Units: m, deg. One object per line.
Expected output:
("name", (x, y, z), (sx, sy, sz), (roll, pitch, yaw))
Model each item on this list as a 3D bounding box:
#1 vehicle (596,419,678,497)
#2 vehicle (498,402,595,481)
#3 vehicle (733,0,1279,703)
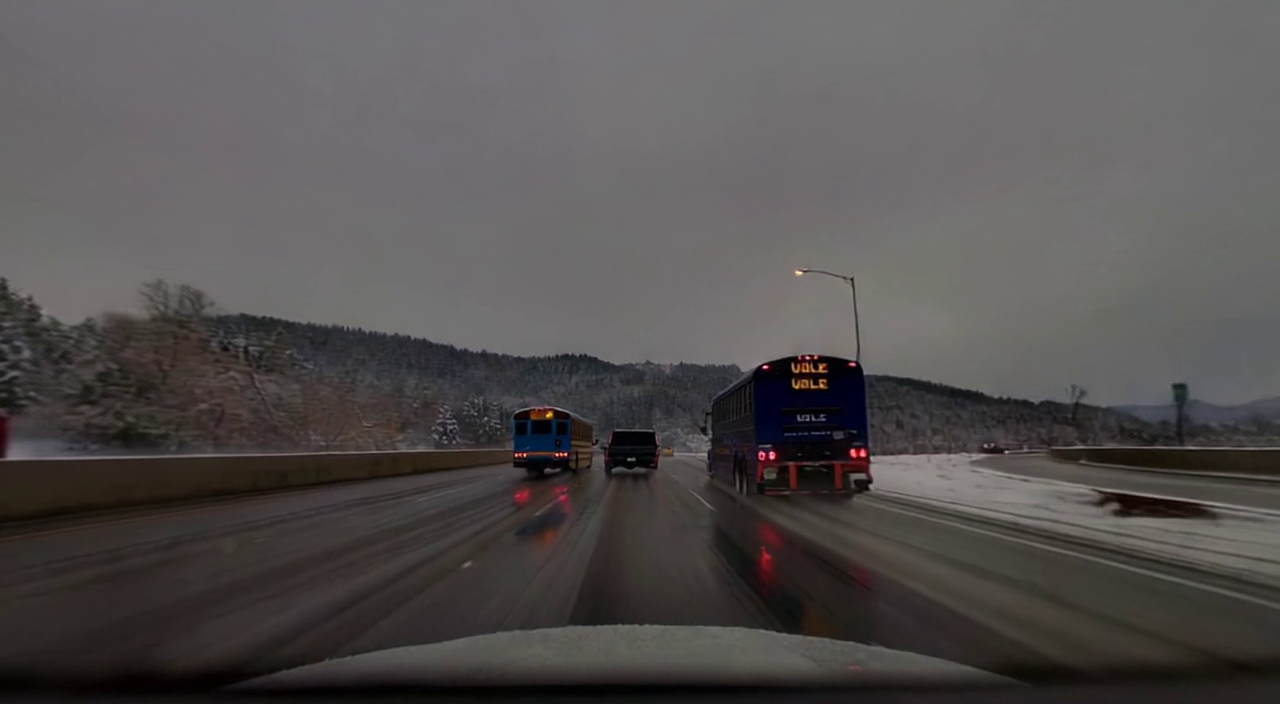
("vehicle", (-0.152, 2.980, 18.018), (2.037, 1.929, 4.343), (0, -8, -2))
("vehicle", (-3.872, 4.033, 28.302), (2.947, 3.009, 7.991), (0, -8, 1))
("vehicle", (3.942, 0.576, 9.279), (3.006, 4.101, 13.245), (0, -8, -1))
